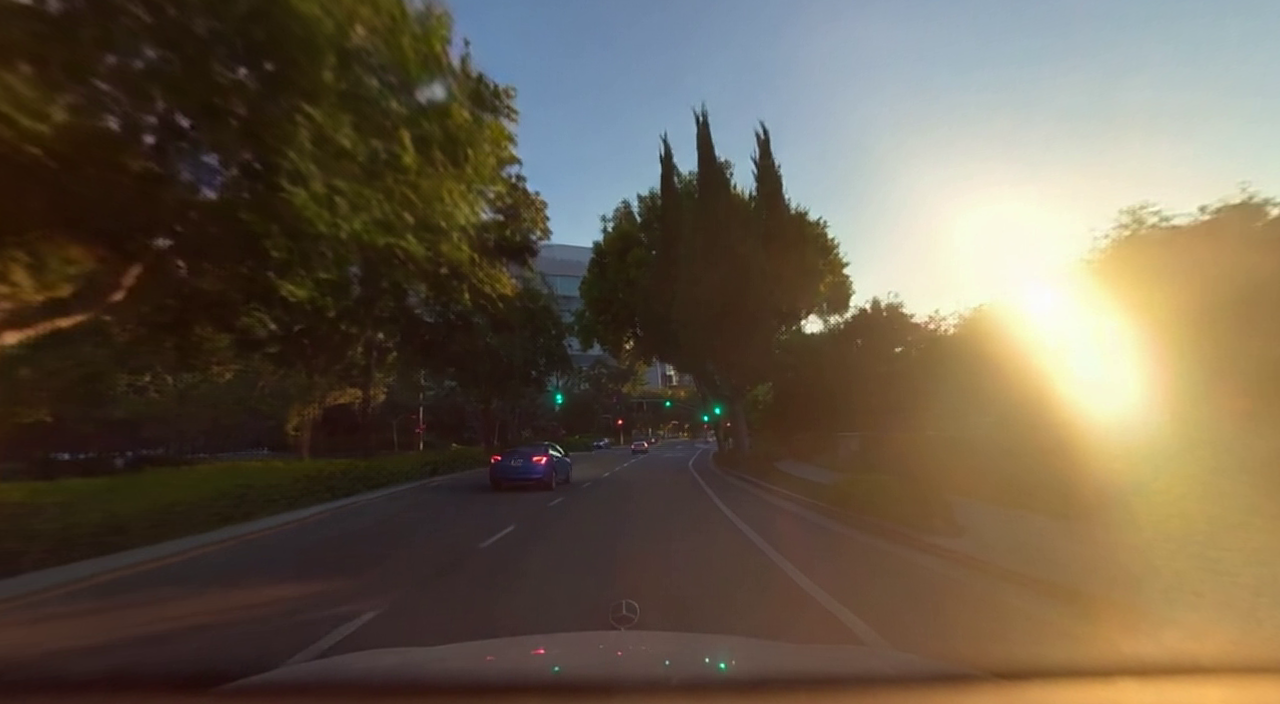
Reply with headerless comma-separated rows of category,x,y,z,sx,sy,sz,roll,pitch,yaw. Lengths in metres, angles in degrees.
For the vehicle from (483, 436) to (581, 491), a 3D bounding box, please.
vehicle,-3.205,3.437,19.779,2.038,1.486,4.678,-1,-9,3
